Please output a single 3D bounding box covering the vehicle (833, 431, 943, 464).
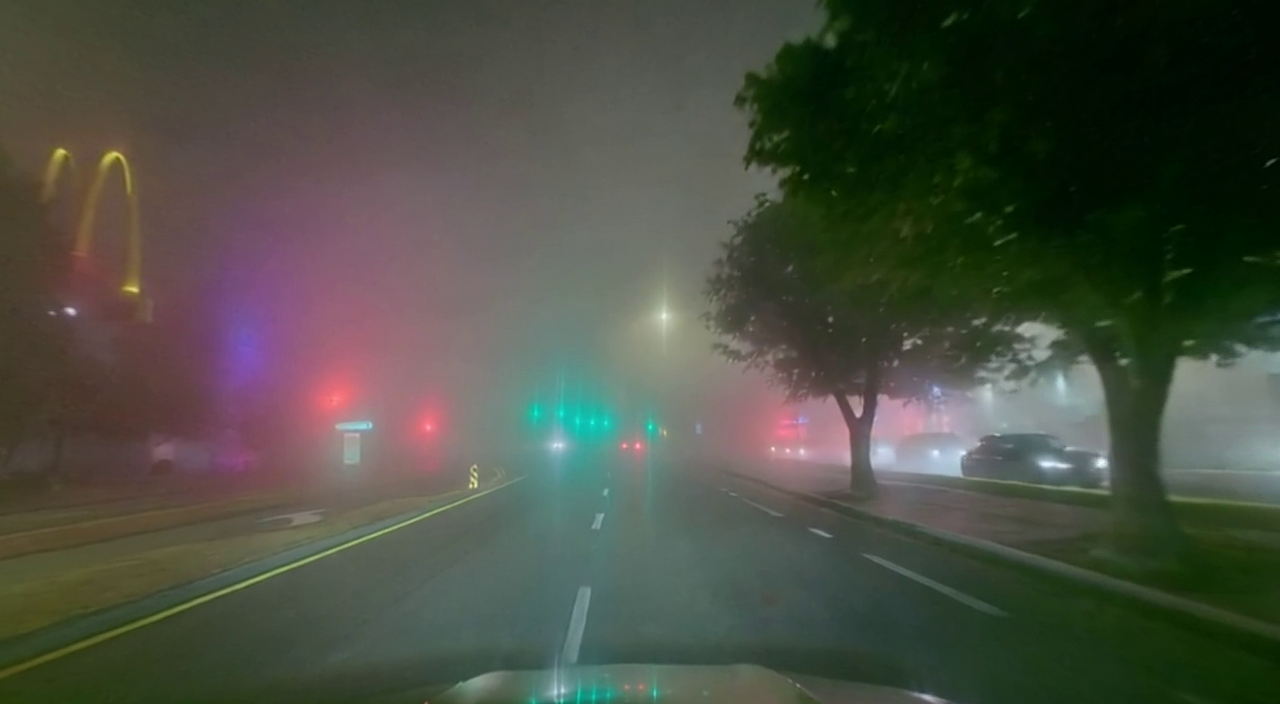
[{"bbox_3d":[12.937,4.998,33.235,4.769,1.636,2.281,0,-9,-3],"label":"vehicle"}]

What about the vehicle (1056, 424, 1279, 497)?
[{"bbox_3d":[14.353,2.885,17.062,4.722,1.483,2.119,-4,-8,-3],"label":"vehicle"}]

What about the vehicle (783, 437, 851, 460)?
[{"bbox_3d":[13.178,7.213,47.142,4.395,1.497,1.975,-1,-8,-2],"label":"vehicle"}]

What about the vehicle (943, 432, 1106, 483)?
[{"bbox_3d":[13.660,3.743,22.639,4.538,1.433,2.023,-3,-7,-4],"label":"vehicle"}]
